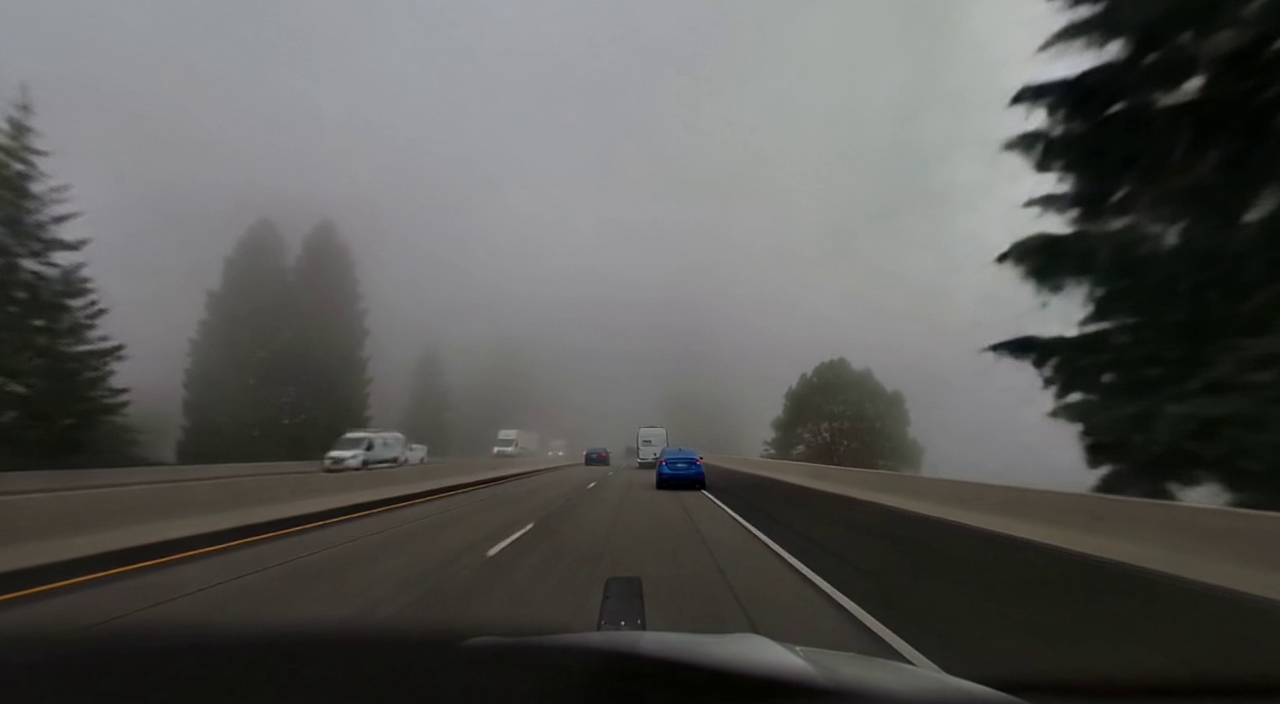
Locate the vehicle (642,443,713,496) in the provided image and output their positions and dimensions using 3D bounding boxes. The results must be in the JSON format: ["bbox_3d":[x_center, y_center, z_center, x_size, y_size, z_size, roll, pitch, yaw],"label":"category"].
[{"bbox_3d":[1.069,3.643,19.904,2.012,1.485,3.649,0,-9,0],"label":"vehicle"}]

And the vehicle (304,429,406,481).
[{"bbox_3d":[-16.683,6.089,37.535,2.484,2.759,7.316,0,-9,1],"label":"vehicle"}]
